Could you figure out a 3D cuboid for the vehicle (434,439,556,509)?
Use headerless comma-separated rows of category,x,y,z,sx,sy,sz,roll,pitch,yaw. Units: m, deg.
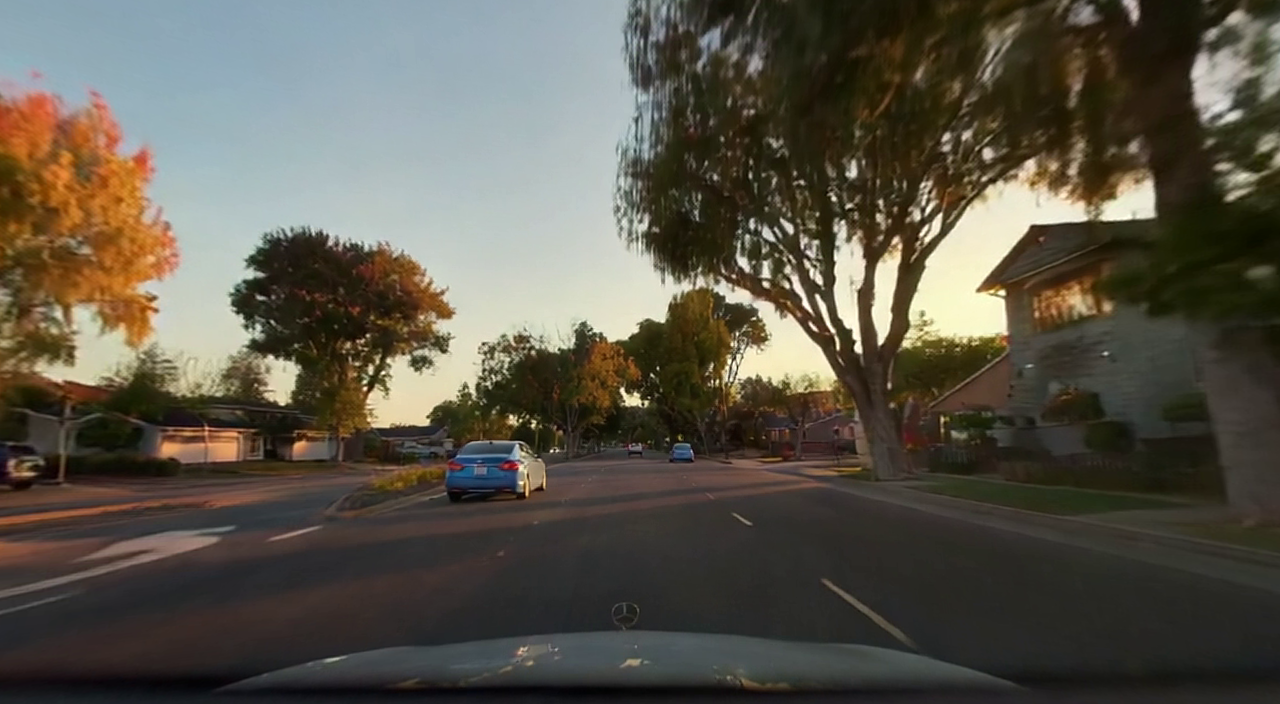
vehicle,-3.414,2.940,15.753,2.005,1.477,4.169,-1,-8,0
